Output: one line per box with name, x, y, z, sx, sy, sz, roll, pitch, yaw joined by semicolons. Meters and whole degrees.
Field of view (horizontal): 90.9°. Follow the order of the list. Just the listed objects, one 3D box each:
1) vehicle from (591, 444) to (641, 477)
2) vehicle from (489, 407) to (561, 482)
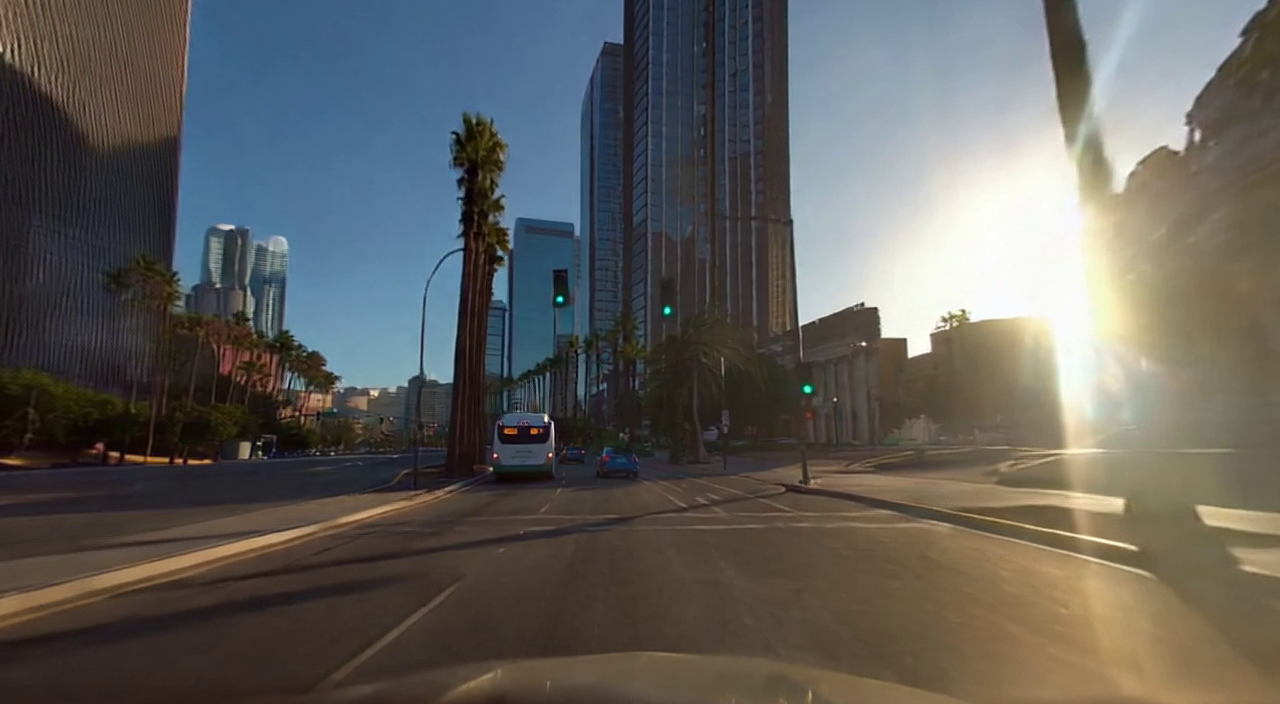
vehicle;-1.230;5.282;30.935;2.107;1.481;4.097;1;-9;-7
vehicle;-5.246;4.431;30.249;2.678;3.042;8.474;1;-8;-6
